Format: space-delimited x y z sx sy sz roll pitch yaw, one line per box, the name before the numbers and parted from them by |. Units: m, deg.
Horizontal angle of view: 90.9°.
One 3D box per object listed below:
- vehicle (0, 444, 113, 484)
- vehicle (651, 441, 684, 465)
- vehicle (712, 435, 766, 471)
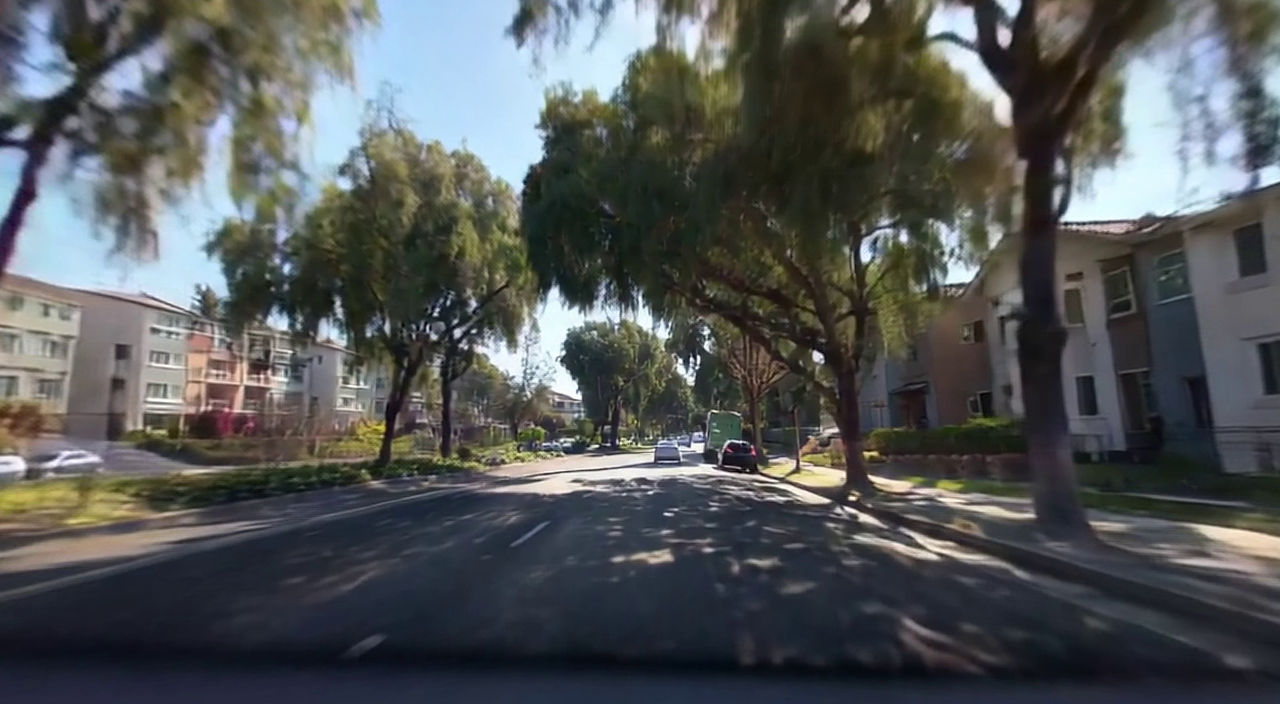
vehicle | -24.820 4.635 26.284 1.841 1.493 4.335 -2 -9 2
vehicle | 1.690 6.106 38.410 1.871 1.370 4.206 -1 -8 3
vehicle | 4.911 5.110 31.976 2.121 1.659 4.675 0 -8 2
